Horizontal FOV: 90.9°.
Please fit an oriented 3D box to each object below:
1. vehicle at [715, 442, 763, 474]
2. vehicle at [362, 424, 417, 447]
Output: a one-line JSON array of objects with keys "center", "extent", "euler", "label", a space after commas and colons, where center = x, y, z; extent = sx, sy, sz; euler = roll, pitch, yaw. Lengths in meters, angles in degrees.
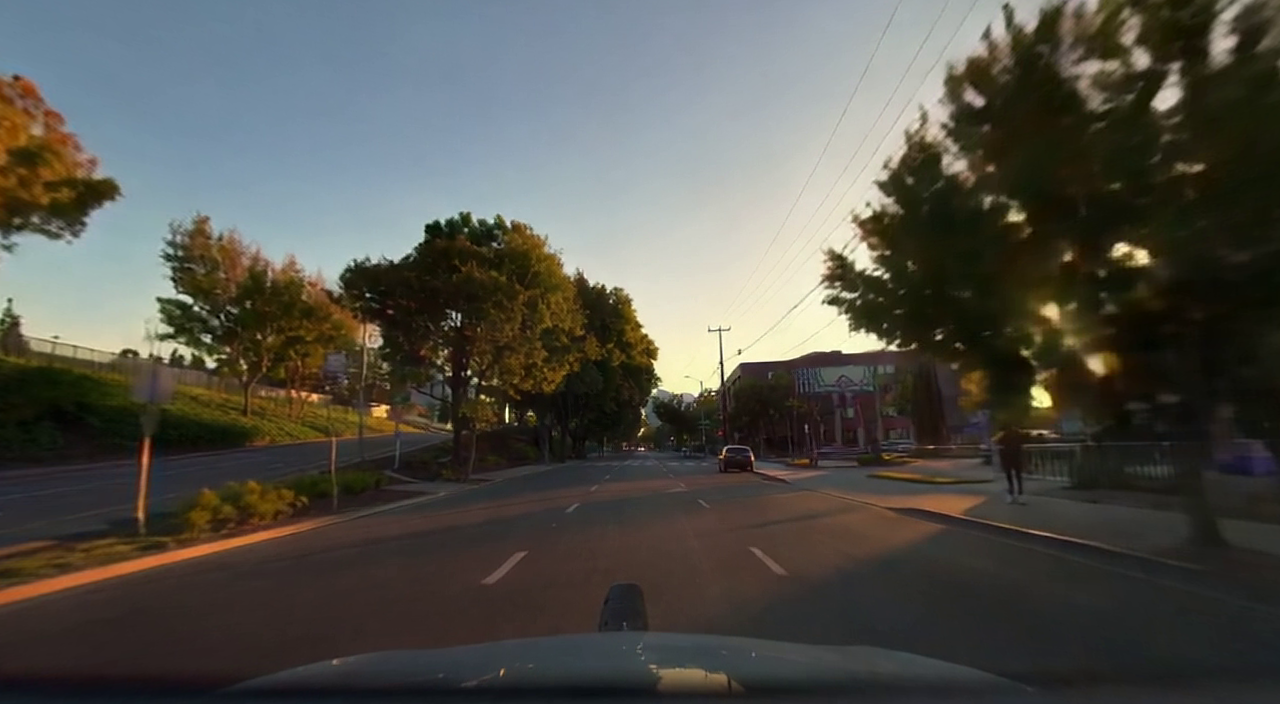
[{"center": [6.003, 6.483, 38.863], "extent": [2.177, 1.788, 5.106], "euler": [0, -8, 1], "label": "vehicle"}, {"center": [-16.958, 5.733, 42.957], "extent": [1.960, 1.436, 4.584], "euler": [0, -8, -1], "label": "vehicle"}]
